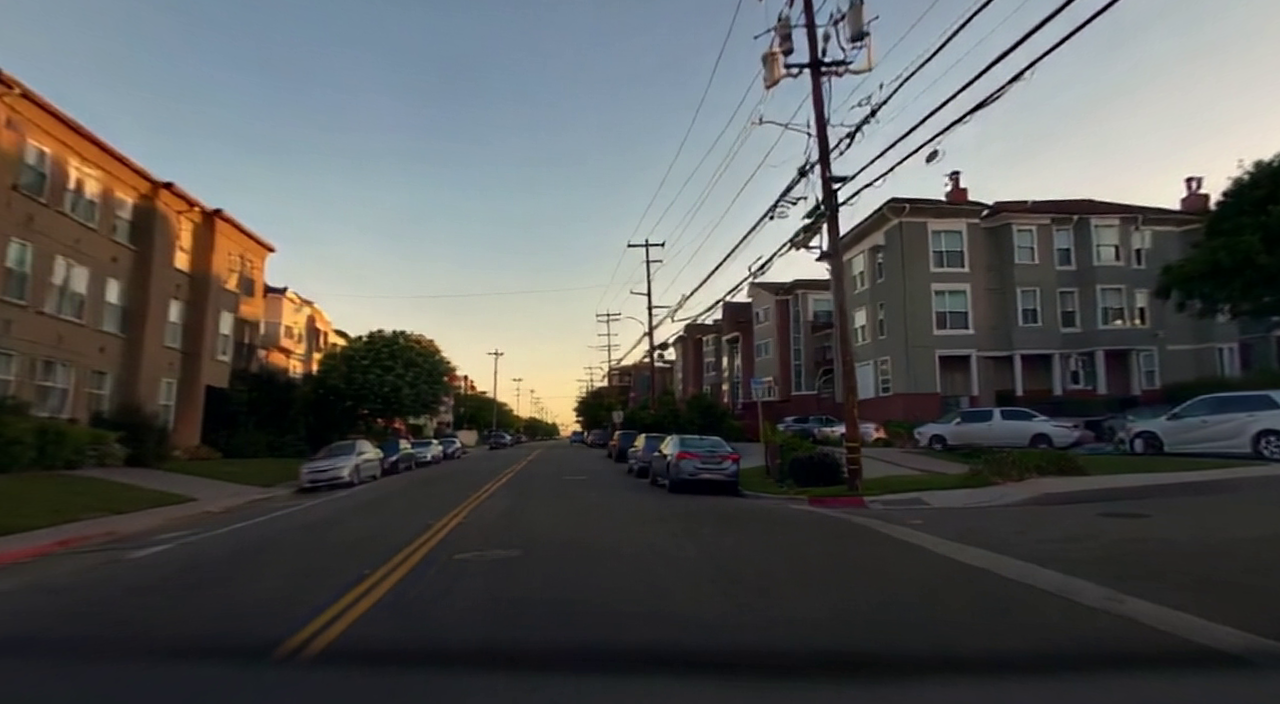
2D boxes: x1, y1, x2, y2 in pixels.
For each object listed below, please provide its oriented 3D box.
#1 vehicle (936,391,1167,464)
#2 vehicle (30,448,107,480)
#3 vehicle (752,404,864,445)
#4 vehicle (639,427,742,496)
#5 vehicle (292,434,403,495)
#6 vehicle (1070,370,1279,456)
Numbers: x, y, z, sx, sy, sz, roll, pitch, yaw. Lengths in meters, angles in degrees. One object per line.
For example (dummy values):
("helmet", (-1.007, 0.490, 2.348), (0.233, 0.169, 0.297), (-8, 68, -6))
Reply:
("vehicle", (10.665, 2.036, 16.703), (1.897, 1.659, 4.648), (6, -10, -38))
("vehicle", (-35.683, 6.974, 39.469), (1.575, 1.402, 3.580), (-4, -3, -2))
("vehicle", (8.378, 3.787, 32.203), (2.152, 1.875, 5.778), (4, -9, -27))
("vehicle", (1.188, 2.832, 16.762), (1.914, 1.591, 3.892), (1, -8, -8))
("vehicle", (-8.986, 3.435, 19.815), (1.913, 1.672, 4.267), (1, -8, -7))
("vehicle", (14.689, 1.633, 16.200), (2.153, 1.976, 5.514), (6, -10, -40))
